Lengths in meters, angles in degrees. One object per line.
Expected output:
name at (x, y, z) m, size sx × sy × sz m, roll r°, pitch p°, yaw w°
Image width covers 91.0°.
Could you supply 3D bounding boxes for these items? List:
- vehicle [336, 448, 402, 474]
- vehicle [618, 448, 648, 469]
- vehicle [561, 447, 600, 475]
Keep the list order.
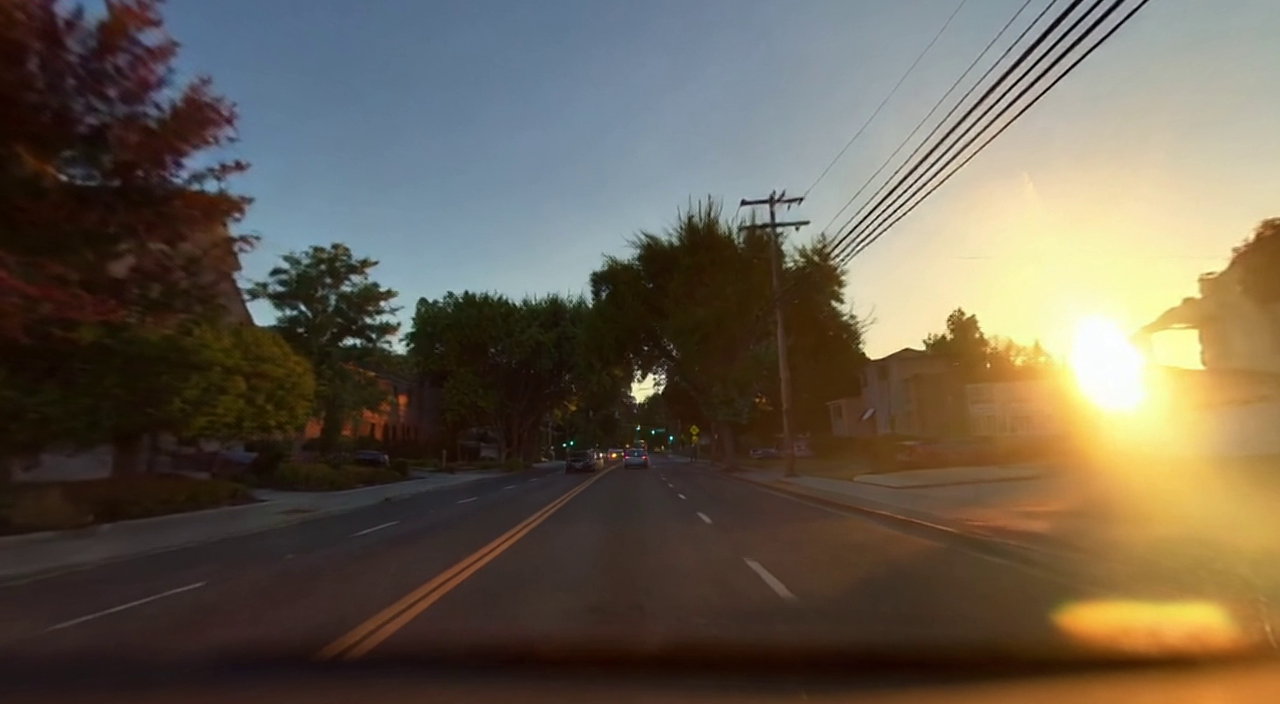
vehicle at (-20.090, 8.031, 46.628) m, size 4.611 × 1.837 × 2.140 m, roll -5°, pitch -10°, yaw 32°
vehicle at (-0.532, 7.799, 46.234) m, size 2.093 × 1.497 × 4.010 m, roll 0°, pitch -9°, yaw -1°
vehicle at (-3.740, 6.941, 40.261) m, size 2.017 × 1.634 × 4.479 m, roll -1°, pitch -9°, yaw 1°
